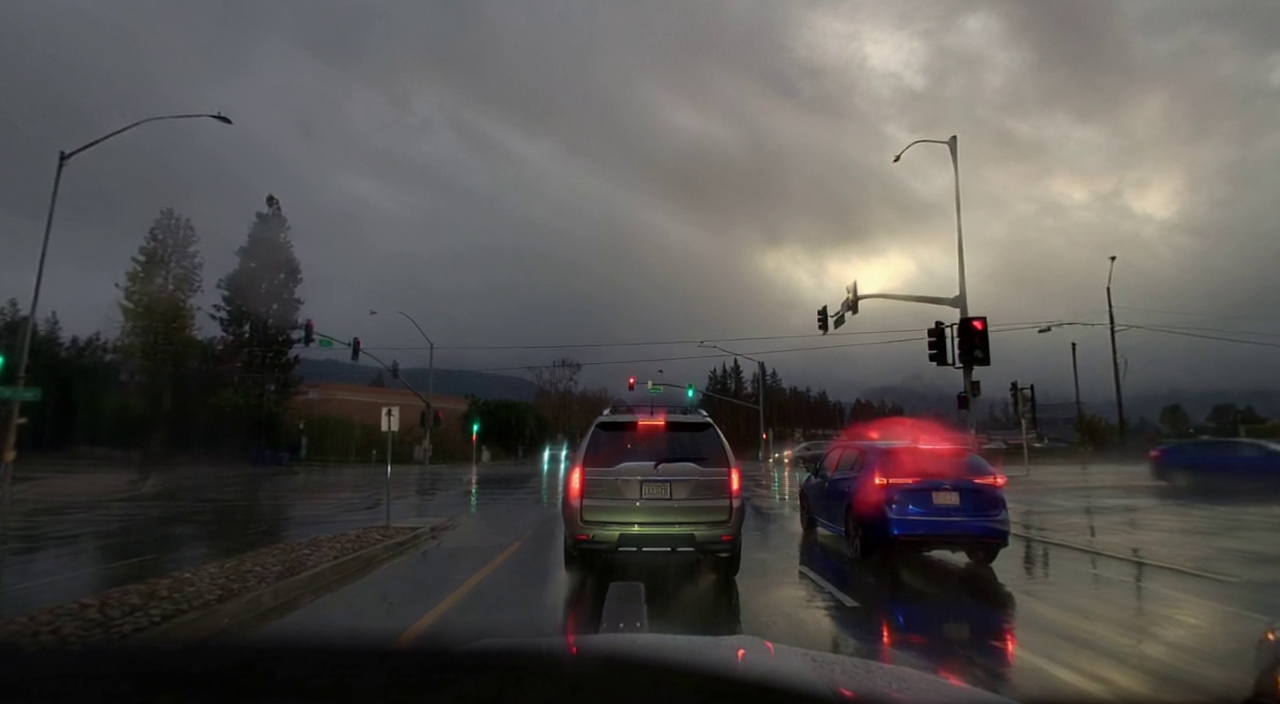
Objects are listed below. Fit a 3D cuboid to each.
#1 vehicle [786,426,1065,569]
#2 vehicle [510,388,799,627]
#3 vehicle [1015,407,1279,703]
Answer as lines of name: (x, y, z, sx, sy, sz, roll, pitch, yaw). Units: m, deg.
vehicle: (3.526, 1.861, 8.867, 1.861, 1.495, 4.215, 0, -8, -1)
vehicle: (0.103, 1.497, 7.070, 2.170, 1.793, 4.468, 0, -8, 0)
vehicle: (3.157, 0.820, 1.428, 1.924, 1.466, 4.461, 0, -8, 1)
